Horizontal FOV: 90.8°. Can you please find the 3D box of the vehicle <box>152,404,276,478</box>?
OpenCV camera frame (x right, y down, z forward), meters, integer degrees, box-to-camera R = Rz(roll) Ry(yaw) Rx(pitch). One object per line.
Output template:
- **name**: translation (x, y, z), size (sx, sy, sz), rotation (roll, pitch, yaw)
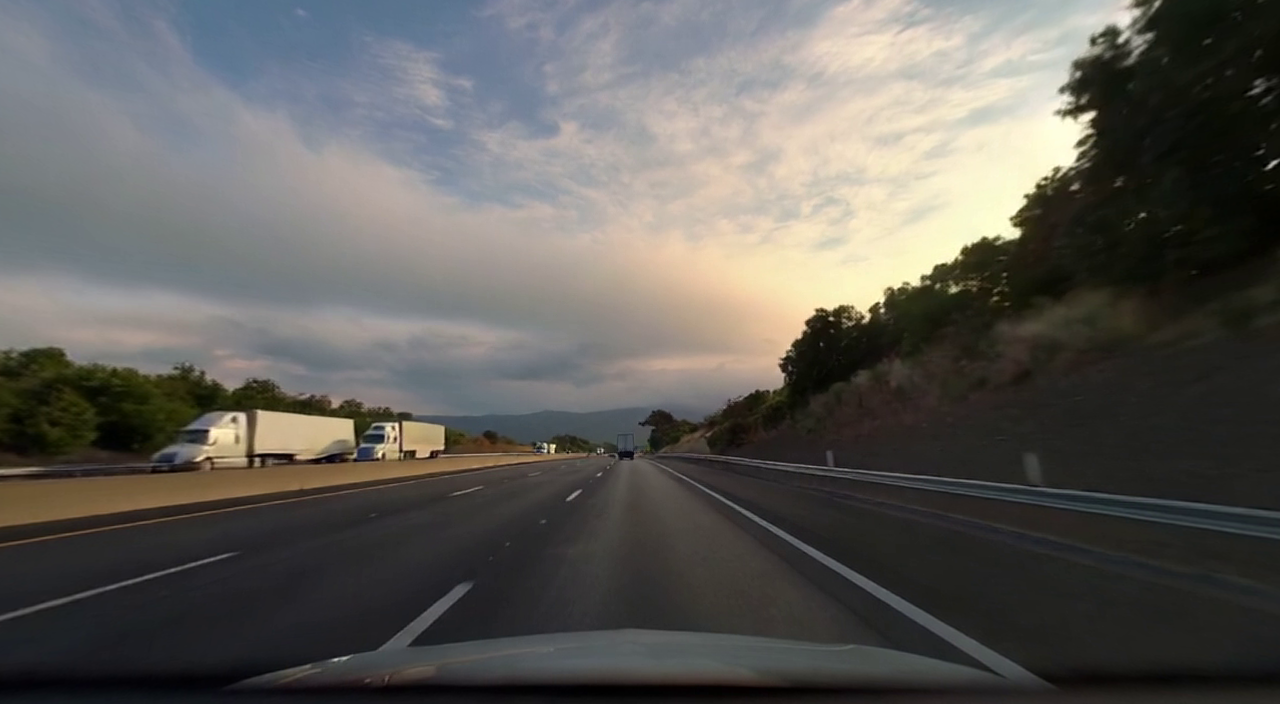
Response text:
- **vehicle**: translation (-24.542, 5.215, 36.777), size (3.030, 3.899, 5.928), rotation (0, -9, -2)
